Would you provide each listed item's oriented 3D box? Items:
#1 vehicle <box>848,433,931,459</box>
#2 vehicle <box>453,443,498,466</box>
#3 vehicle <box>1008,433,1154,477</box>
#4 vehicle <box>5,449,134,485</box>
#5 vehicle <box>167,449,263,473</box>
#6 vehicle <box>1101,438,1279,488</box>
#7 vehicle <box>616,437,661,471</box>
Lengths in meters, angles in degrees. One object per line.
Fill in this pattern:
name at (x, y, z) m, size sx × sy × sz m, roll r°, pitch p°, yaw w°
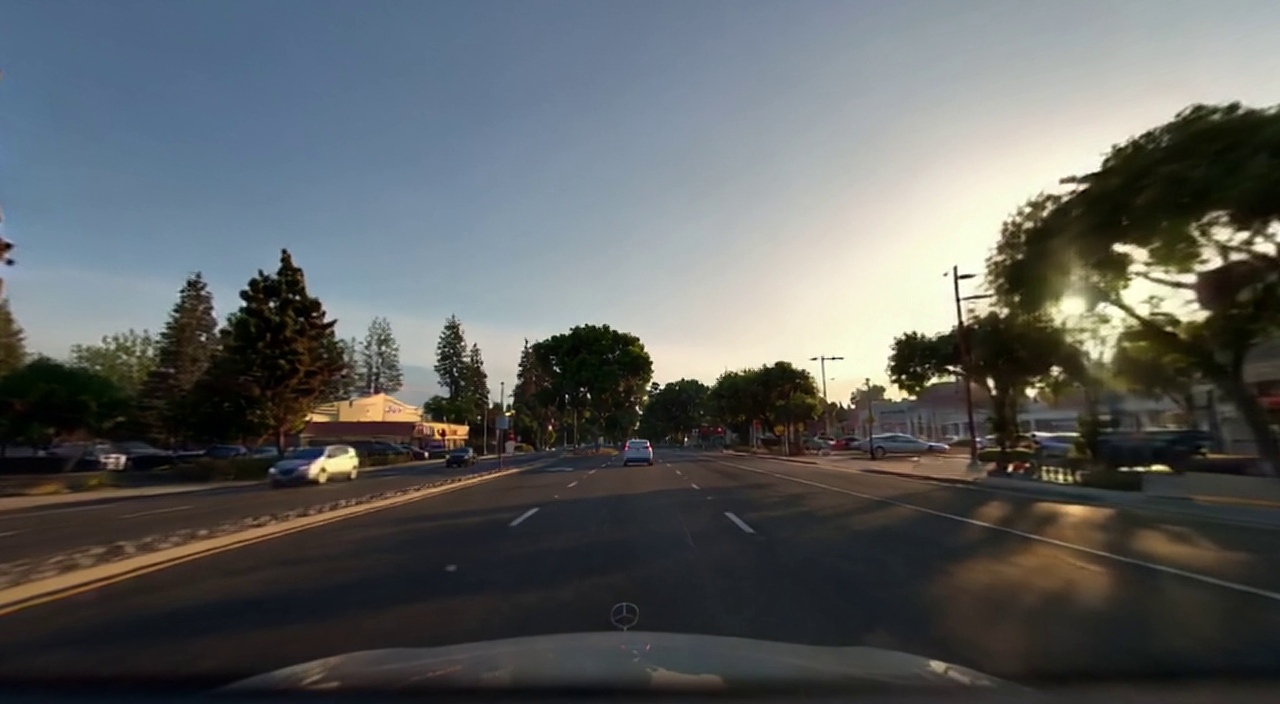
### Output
vehicle at (17.883, 6.742, 45.249) m, size 5.083 × 1.778 × 2.063 m, roll 0°, pitch -9°, yaw 0°
vehicle at (-11.916, 7.433, 45.952) m, size 2.041 × 1.553 × 4.433 m, roll 0°, pitch -8°, yaw 0°
vehicle at (16.286, 3.843, 23.623) m, size 1.949 × 1.458 × 4.865 m, roll 0°, pitch -8°, yaw 0°
vehicle at (-27.114, 5.447, 30.014) m, size 4.355 × 1.504 × 1.874 m, roll -2°, pitch -9°, yaw 1°
vehicle at (-26.863, 6.874, 39.922) m, size 4.660 × 1.446 × 1.870 m, roll 0°, pitch -8°, yaw -3°
vehicle at (16.525, 3.247, 18.744) m, size 1.860 × 1.276 × 4.671 m, roll 0°, pitch -8°, yaw -4°
vehicle at (-0.097, 4.806, 29.795) m, size 1.998 × 1.452 × 3.773 m, roll 0°, pitch -8°, yaw -1°
